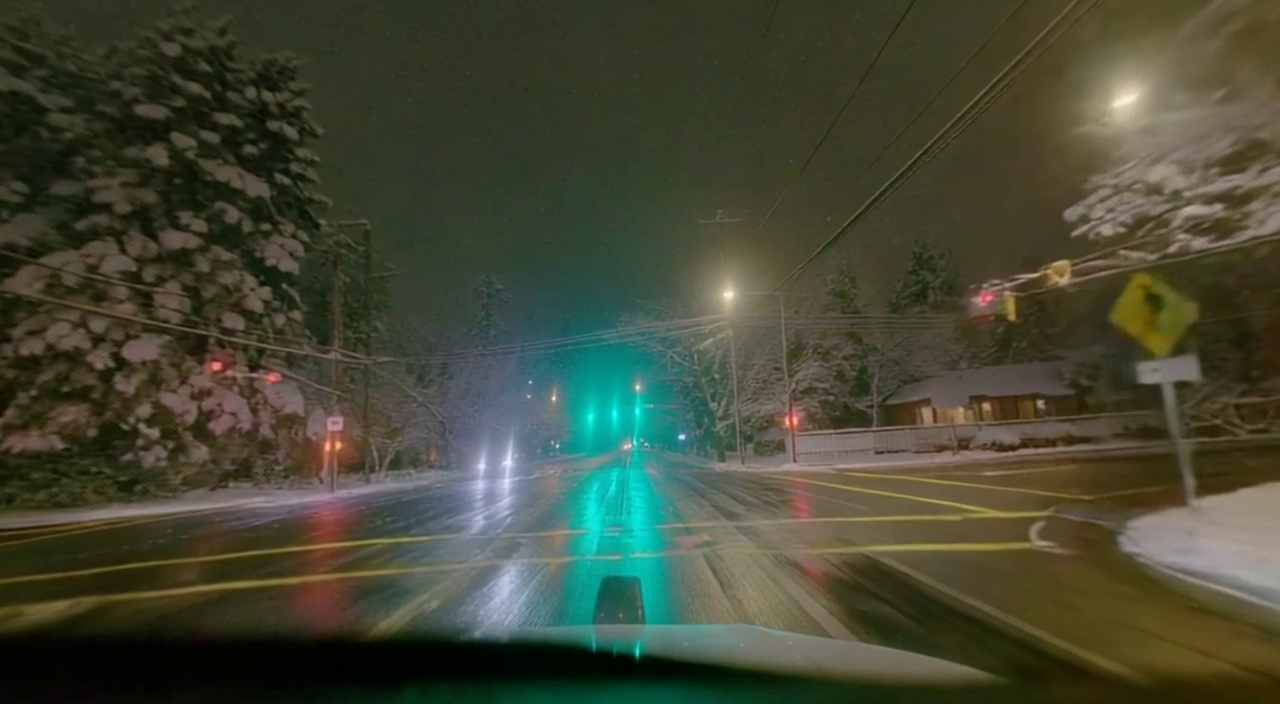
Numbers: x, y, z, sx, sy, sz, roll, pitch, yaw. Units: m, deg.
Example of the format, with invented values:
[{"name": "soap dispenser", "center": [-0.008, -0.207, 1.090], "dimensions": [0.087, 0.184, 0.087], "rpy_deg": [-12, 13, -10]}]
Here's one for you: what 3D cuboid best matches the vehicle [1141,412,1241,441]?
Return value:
[{"name": "vehicle", "center": [34.242, 4.720, 39.430], "dimensions": [2.031, 1.661, 4.509], "rpy_deg": [1, -8, -3]}]
